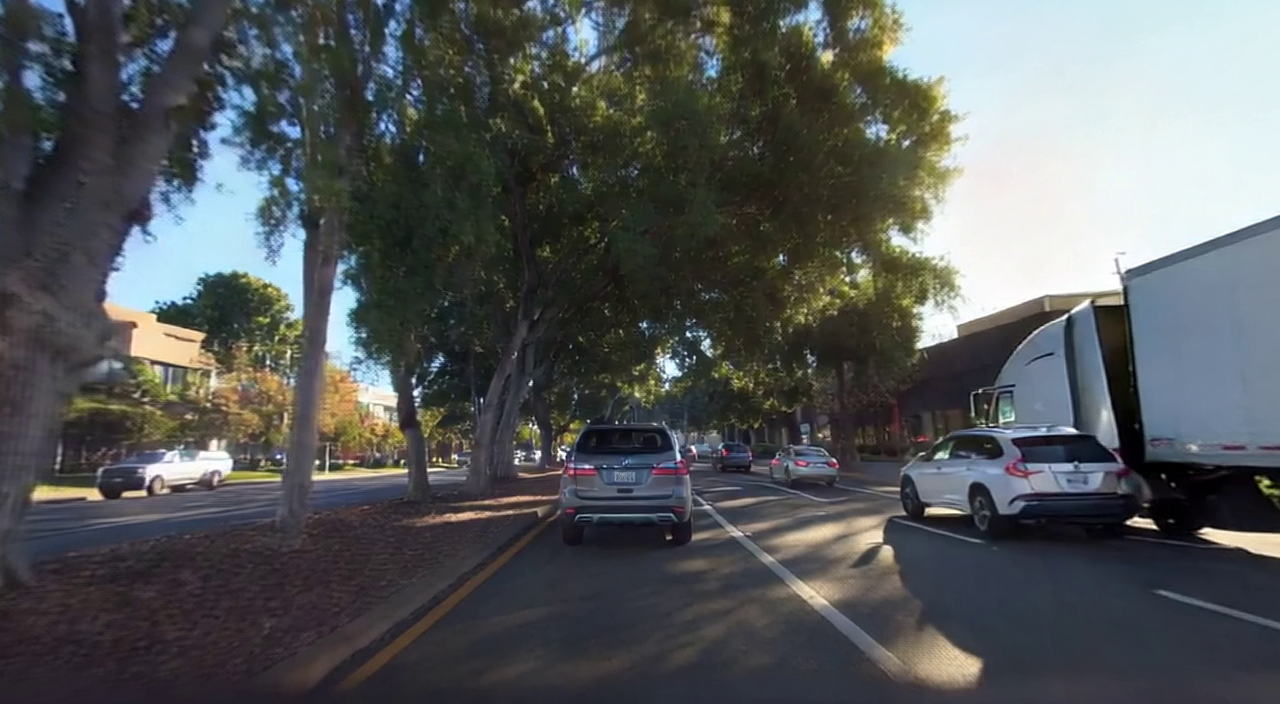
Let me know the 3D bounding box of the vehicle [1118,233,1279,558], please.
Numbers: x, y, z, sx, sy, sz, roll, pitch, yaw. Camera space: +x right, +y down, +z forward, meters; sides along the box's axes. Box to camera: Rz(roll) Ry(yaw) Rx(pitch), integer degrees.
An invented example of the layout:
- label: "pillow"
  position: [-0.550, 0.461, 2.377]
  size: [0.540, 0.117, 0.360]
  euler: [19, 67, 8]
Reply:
- label: "vehicle"
  position: [9.959, -0.327, 2.383]
  size: [2.879, 4.284, 17.334]
  euler: [0, -9, 0]

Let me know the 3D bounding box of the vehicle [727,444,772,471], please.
- label: "vehicle"
  position: [6.552, 6.336, 38.170]
  size: [1.914, 1.523, 4.287]
  euler: [0, -9, -1]

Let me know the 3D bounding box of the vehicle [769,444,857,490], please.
- label: "vehicle"
  position: [6.401, 4.270, 23.922]
  size: [2.035, 1.553, 4.465]
  euler: [0, -9, 0]

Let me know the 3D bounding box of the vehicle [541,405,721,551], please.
- label: "vehicle"
  position: [-0.140, 1.943, 10.352]
  size: [2.320, 1.880, 4.192]
  euler: [0, -9, -1]

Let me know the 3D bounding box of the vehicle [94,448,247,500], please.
- label: "vehicle"
  position: [-19.304, 4.982, 26.404]
  size: [2.302, 1.939, 5.221]
  euler: [0, -9, 1]

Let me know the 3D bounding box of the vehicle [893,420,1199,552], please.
- label: "vehicle"
  position: [6.188, 2.073, 10.492]
  size: [2.056, 1.703, 4.428]
  euler: [0, -9, -1]
